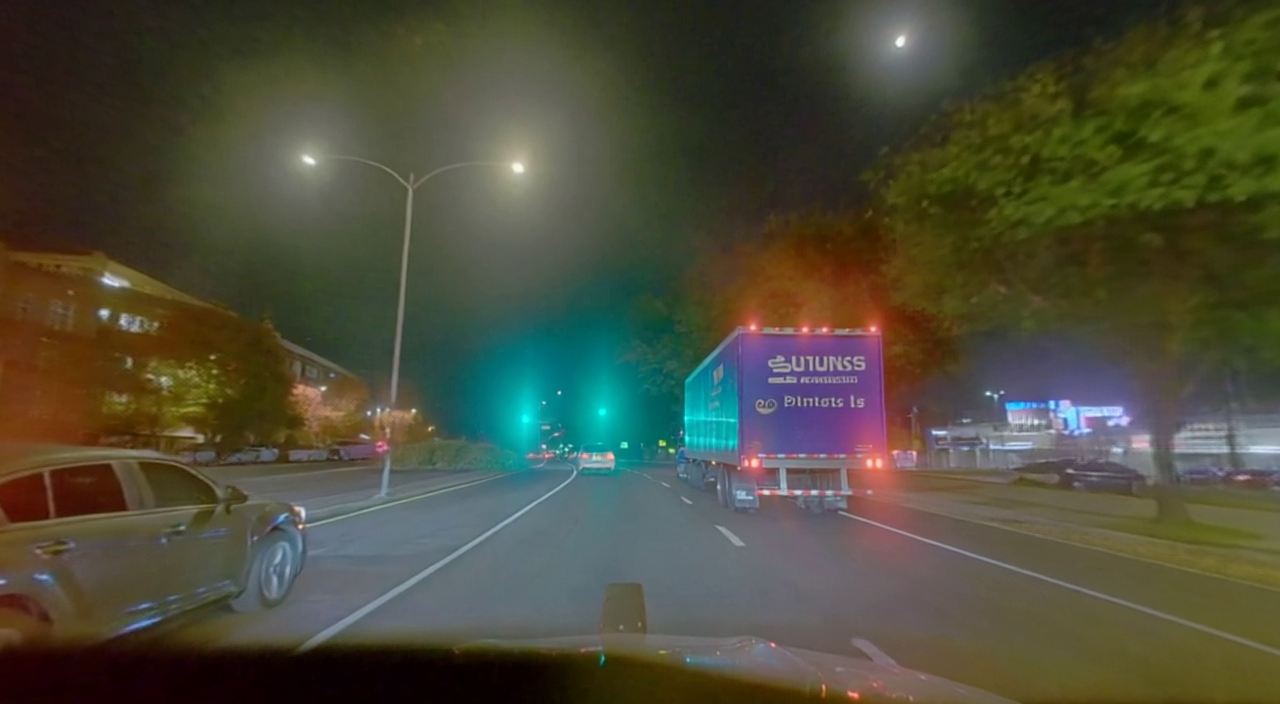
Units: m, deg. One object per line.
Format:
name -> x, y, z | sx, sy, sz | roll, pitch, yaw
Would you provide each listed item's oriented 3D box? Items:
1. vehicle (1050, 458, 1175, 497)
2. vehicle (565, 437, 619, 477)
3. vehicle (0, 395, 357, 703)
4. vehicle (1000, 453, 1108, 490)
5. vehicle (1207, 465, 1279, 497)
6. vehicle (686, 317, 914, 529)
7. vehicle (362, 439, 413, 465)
vehicle -> 20.515, 5.406, 27.270 | 4.684, 1.477, 2.079 | 3, -9, -21
vehicle -> -2.438, 5.124, 30.957 | 2.388, 1.811, 4.455 | 1, -9, -7
vehicle -> -3.568, 1.098, 3.621 | 1.828, 1.515, 4.422 | 0, -9, 0
vehicle -> 19.647, 5.606, 29.761 | 4.581, 1.612, 2.083 | 4, -9, -25
vehicle -> 35.042, 7.308, 35.845 | 4.494, 1.612, 2.043 | 4, -9, -22
vehicle -> 3.050, 1.813, 15.075 | 2.905, 3.644, 8.441 | 0, -9, -2
vehicle -> -17.797, 7.053, 44.477 | 2.004, 1.728, 4.714 | 1, -9, -5
